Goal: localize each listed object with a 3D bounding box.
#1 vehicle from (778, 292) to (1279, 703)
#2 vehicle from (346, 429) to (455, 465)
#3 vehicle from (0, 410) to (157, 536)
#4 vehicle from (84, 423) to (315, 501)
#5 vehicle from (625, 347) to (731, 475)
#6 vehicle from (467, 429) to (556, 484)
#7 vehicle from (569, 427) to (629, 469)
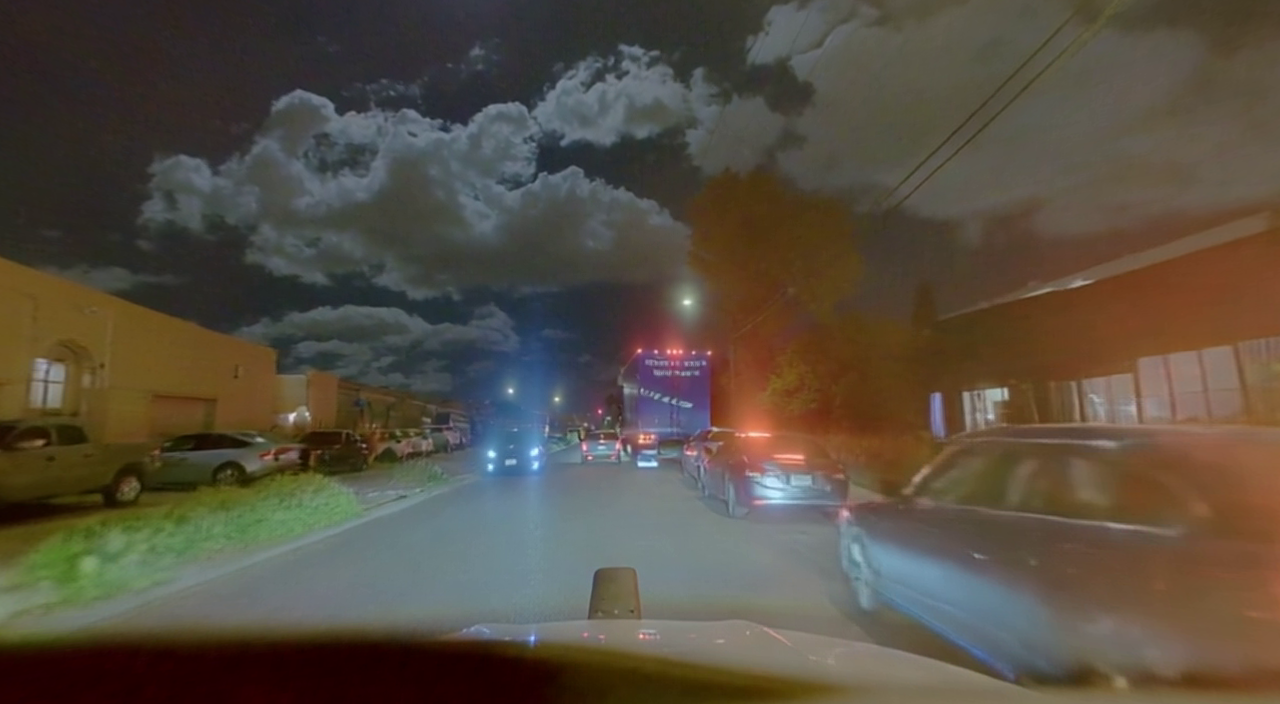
[{"bbox_3d":[2.353,0.900,3.200,1.900,1.644,4.448,0,-8,-6],"label":"vehicle"},{"bbox_3d":[-10.183,4.045,27.056,4.015,1.461,1.903,1,-8,-7],"label":"vehicle"},{"bbox_3d":[-9.943,1.791,9.713,1.996,1.719,4.382,2,-8,-10],"label":"vehicle"},{"bbox_3d":[-9.325,2.328,13.640,3.569,1.520,1.797,0,-8,-6],"label":"vehicle"},{"bbox_3d":[1.058,2.839,27.545,2.865,4.113,14.471,0,-8,-3],"label":"vehicle"},{"bbox_3d":[-3.747,3.101,19.103,1.989,1.481,4.008,0,-8,-2],"label":"vehicle"},{"bbox_3d":[-1.563,3.721,24.743,2.160,1.498,3.909,0,-8,-3],"label":"vehicle"}]
